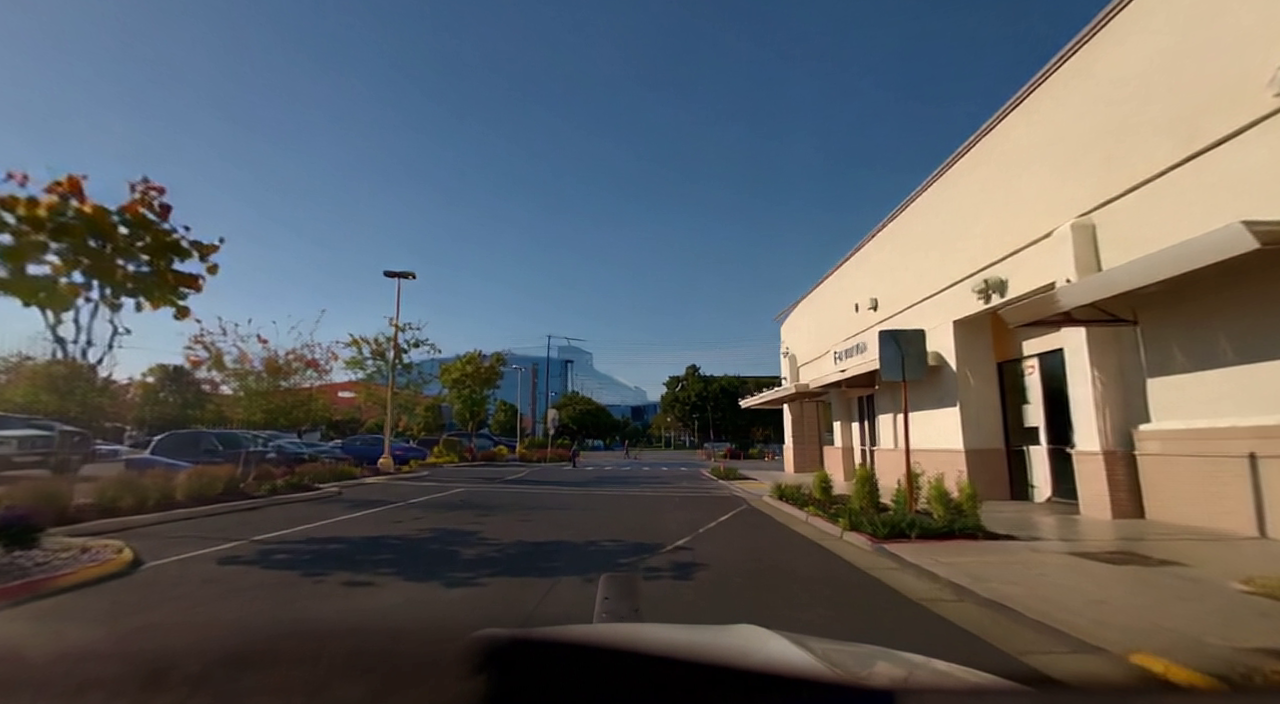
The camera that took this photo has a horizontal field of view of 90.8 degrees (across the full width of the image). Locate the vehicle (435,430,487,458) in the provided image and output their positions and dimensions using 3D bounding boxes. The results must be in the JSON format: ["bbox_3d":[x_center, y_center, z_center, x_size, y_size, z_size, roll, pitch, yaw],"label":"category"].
[{"bbox_3d":[-12.117,6.289,43.197,2.058,1.832,5.009,0,-8,0],"label":"vehicle"}]

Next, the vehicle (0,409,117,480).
[{"bbox_3d":[-18.369,2.715,18.543,1.972,1.923,4.535,0,-8,1],"label":"vehicle"}]

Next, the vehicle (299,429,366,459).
[{"bbox_3d":[-18.068,5.477,37.315,1.902,1.645,3.903,0,-9,1],"label":"vehicle"}]

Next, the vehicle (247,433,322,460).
[{"bbox_3d":[-20.640,5.494,36.827,1.909,1.474,3.908,0,-8,3],"label":"vehicle"}]

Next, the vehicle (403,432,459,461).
[{"bbox_3d":[-12.241,5.564,37.273,1.892,1.597,4.259,0,-8,-1],"label":"vehicle"}]

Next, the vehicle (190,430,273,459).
[{"bbox_3d":[-23.624,5.370,36.740,1.773,1.498,4.085,3,-8,6],"label":"vehicle"}]

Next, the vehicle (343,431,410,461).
[{"bbox_3d":[-15.281,5.480,36.867,1.928,1.613,4.197,0,-8,3],"label":"vehicle"}]
